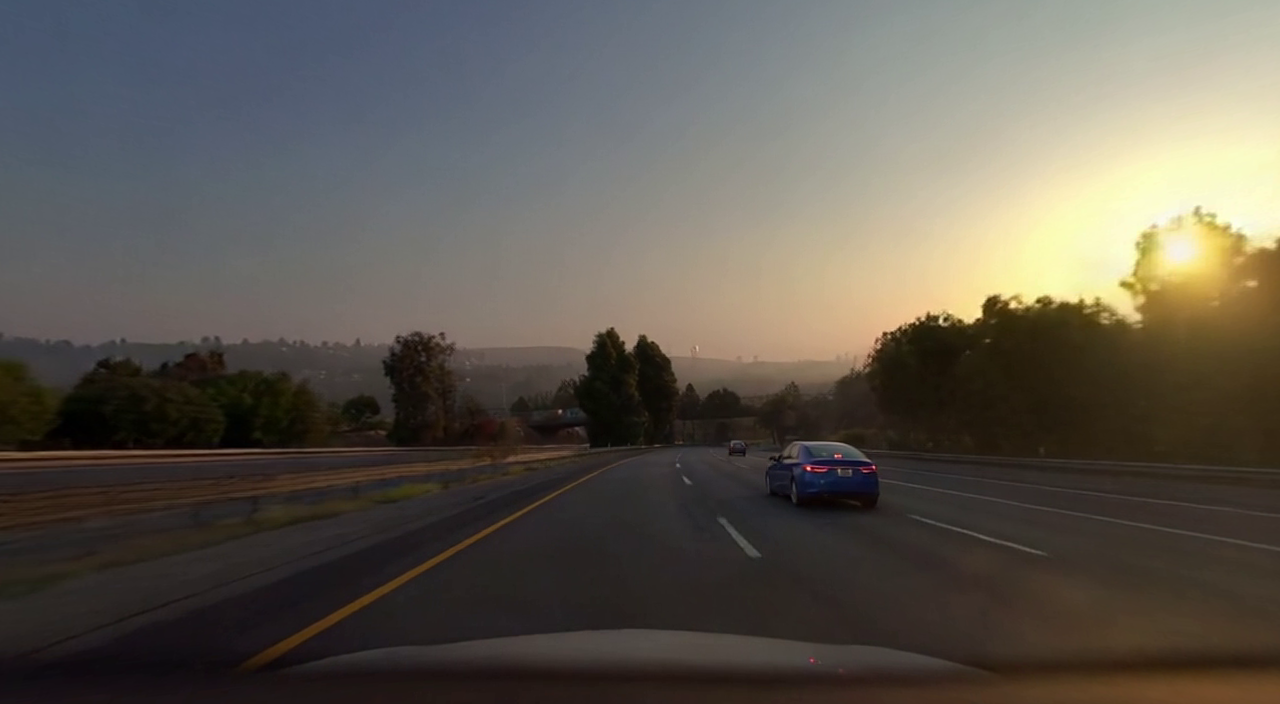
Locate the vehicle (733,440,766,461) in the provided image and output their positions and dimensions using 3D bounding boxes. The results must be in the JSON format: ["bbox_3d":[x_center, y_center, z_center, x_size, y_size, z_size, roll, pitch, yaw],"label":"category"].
[{"bbox_3d":[8.272,7.494,47.942,1.924,1.479,4.054,-1,-8,2],"label":"vehicle"}]

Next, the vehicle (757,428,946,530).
[{"bbox_3d":[3.682,2.292,11.984,2.050,1.546,4.344,0,-8,0],"label":"vehicle"}]
